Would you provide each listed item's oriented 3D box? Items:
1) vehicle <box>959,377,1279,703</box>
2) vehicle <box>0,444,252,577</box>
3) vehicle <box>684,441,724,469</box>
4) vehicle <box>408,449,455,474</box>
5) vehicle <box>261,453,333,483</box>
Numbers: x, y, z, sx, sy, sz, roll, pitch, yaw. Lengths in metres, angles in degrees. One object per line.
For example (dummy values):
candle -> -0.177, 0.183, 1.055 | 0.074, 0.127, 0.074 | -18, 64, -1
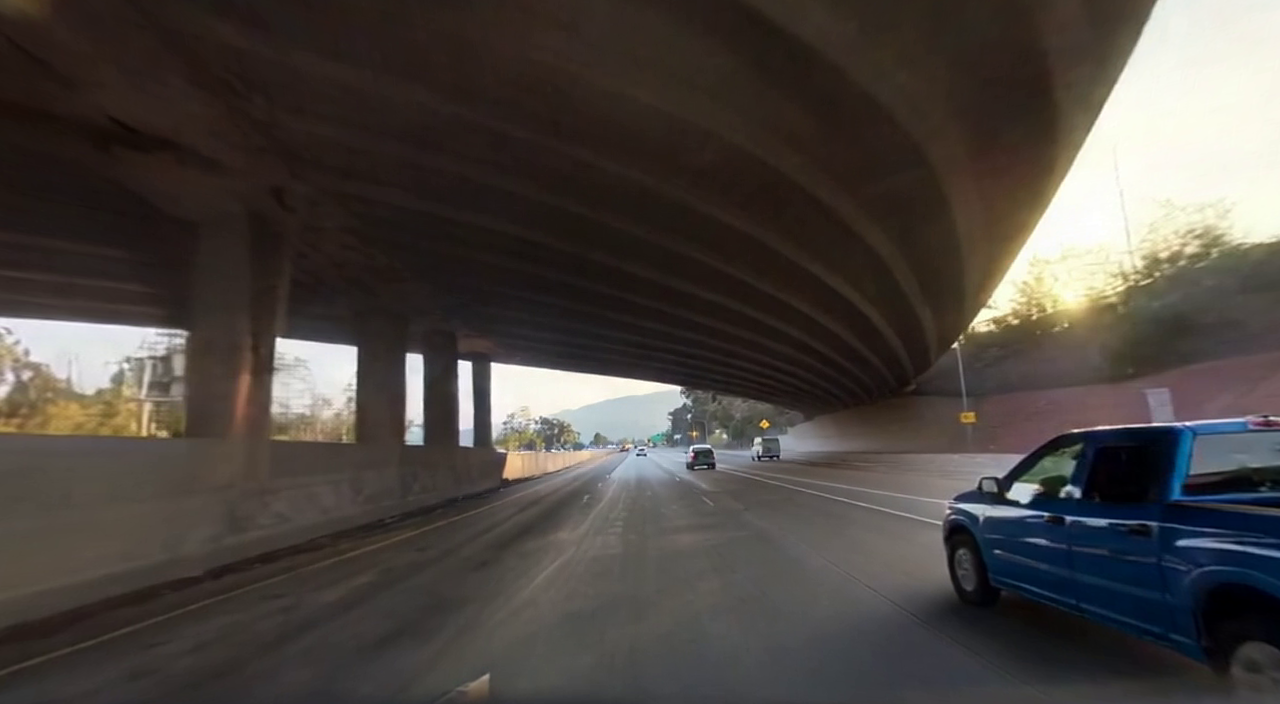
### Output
vehicle -> 3.240, 0.805, 1.839 | 2.119, 1.524, 4.807 | 0, -8, 0
vehicle -> -8.052, 2.131, 9.359 | 1.920, 1.491, 4.155 | 0, -8, 0
vehicle -> 3.934, 6.388, 39.367 | 2.014, 1.643, 4.039 | 0, -8, -1
vehicle -> -15.182, 7.967, 46.146 | 1.923, 1.659, 4.334 | 0, -8, 1
vehicle -> -22.045, 7.441, 40.774 | 1.958, 1.738, 4.621 | 0, -8, 1
